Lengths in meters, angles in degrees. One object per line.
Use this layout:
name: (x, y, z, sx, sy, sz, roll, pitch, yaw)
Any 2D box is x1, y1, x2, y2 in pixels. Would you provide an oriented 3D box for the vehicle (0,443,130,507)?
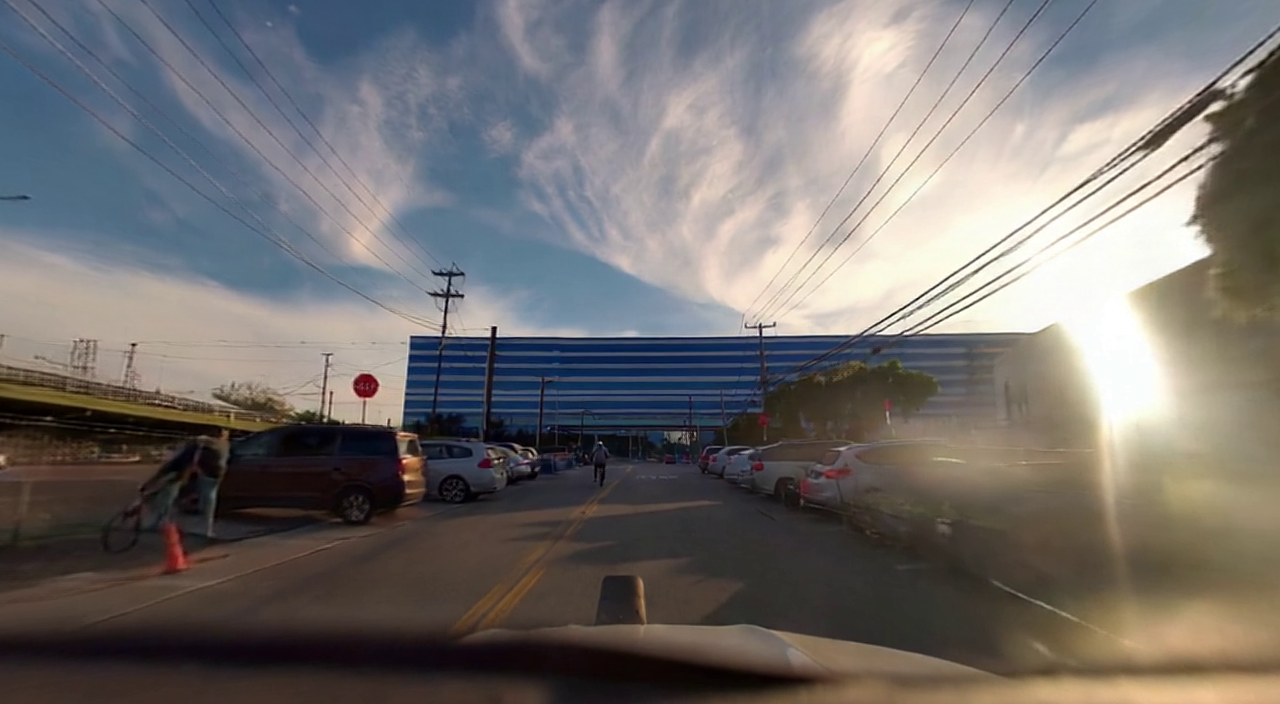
vehicle: (-15.784, 3.042, 15.912, 1.840, 1.477, 4.693, 0, -9, 2)

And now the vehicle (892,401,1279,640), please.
vehicle: (4.930, 1.400, 5.753, 4.402, 1.770, 1.933, 0, -9, 2)

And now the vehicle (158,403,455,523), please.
vehicle: (-6.485, 2.245, 12.778, 4.727, 1.976, 1.970, 3, -11, 2)
